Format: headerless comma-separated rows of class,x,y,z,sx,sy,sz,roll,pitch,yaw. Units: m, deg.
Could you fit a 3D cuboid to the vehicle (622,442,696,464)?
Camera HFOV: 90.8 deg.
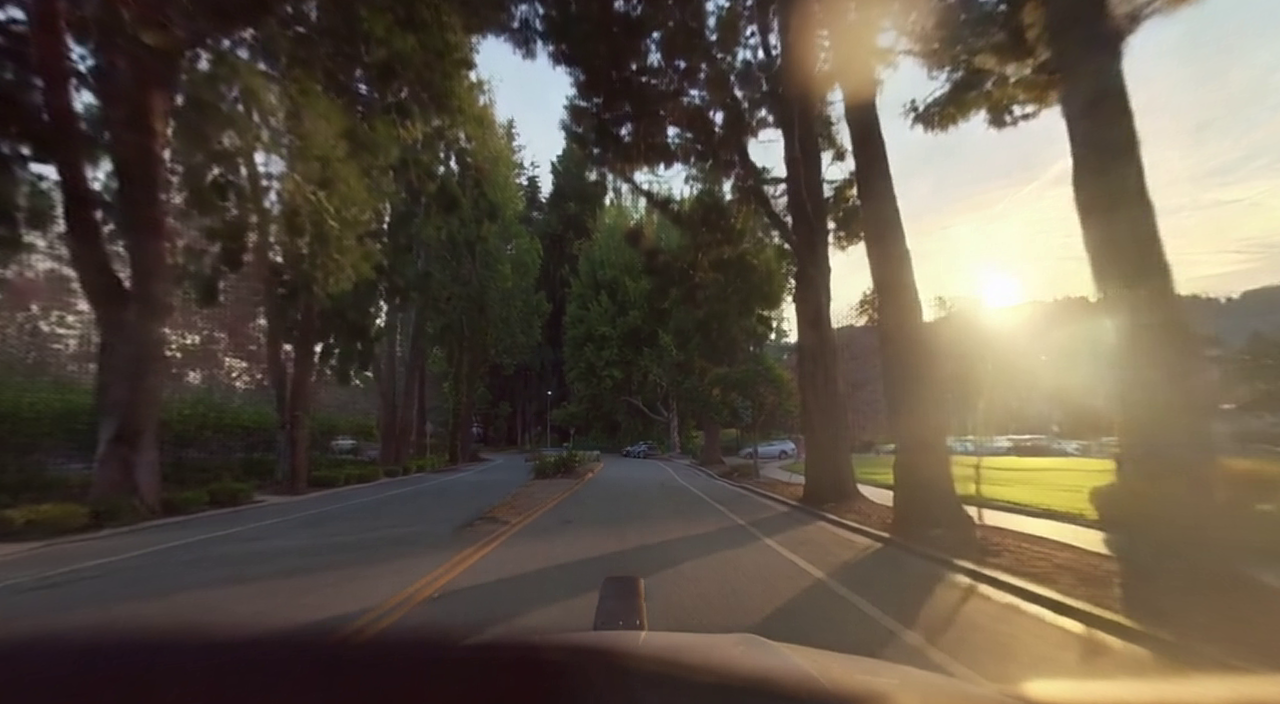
vehicle,1.366,7.402,46.301,4.890,1.478,2.253,-5,-10,30

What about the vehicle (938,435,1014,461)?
vehicle,21.055,6.044,39.655,3.830,1.429,1.890,4,-10,-10

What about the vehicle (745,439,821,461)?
vehicle,10.017,6.909,44.549,4.870,1.507,2.073,0,-9,0
